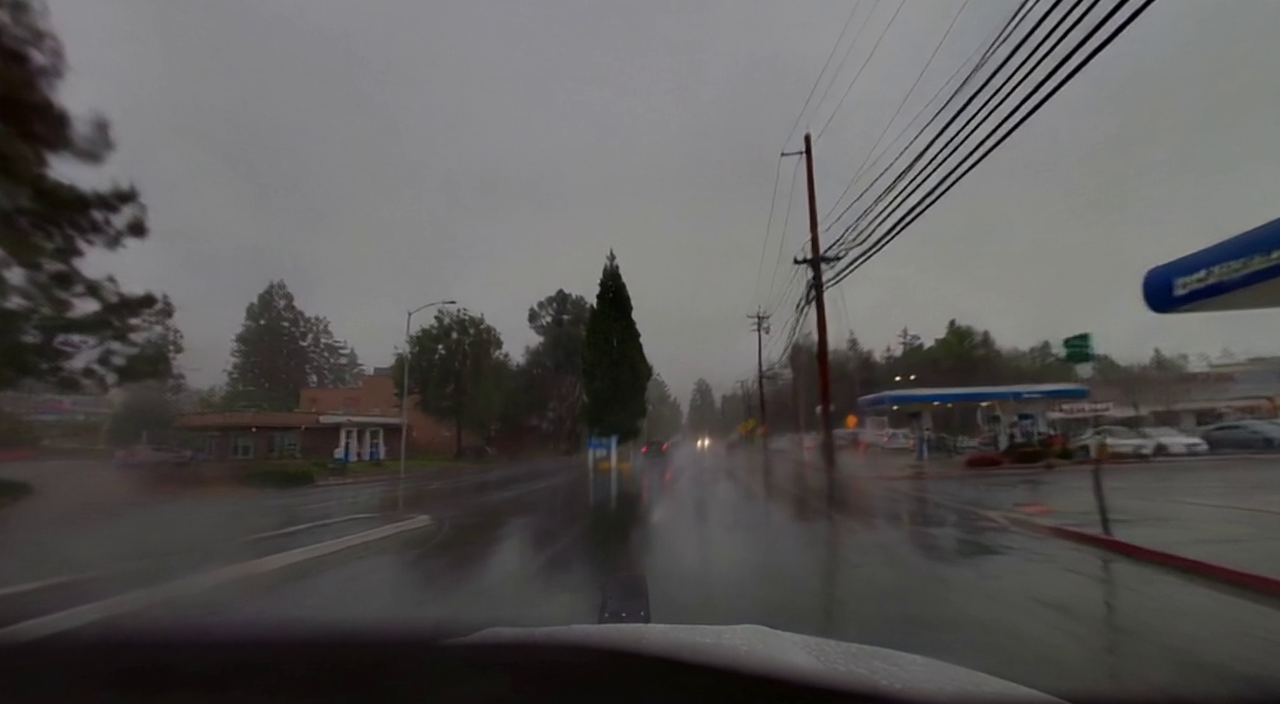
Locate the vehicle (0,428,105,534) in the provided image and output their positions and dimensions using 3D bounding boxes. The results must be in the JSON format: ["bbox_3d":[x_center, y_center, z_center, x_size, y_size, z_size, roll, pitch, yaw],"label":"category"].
[{"bbox_3d":[-14.852,2.962,15.141,5.575,2.142,1.996,-7,-11,40],"label":"vehicle"}]

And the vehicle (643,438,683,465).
[{"bbox_3d":[1.445,6.046,38.435,2.073,1.525,3.968,-1,-8,7],"label":"vehicle"}]

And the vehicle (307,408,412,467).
[{"bbox_3d":[-18.505,5.779,42.286,2.923,3.546,7.640,-1,-8,5],"label":"vehicle"}]

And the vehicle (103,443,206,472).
[{"bbox_3d":[-34.529,7.505,45.116,2.111,1.883,5.784,-2,-8,10],"label":"vehicle"}]

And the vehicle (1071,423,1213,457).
[{"bbox_3d":[23.415,4.152,29.711,1.908,1.474,4.885,2,-9,-16],"label":"vehicle"}]
